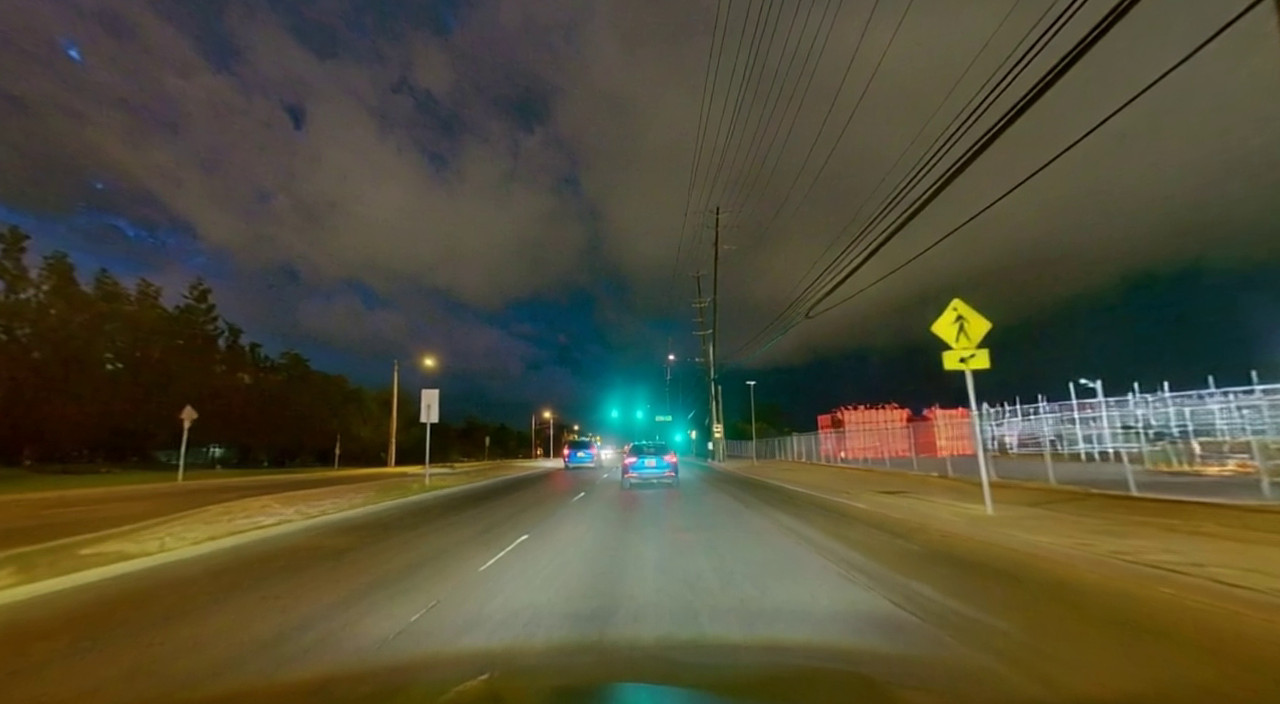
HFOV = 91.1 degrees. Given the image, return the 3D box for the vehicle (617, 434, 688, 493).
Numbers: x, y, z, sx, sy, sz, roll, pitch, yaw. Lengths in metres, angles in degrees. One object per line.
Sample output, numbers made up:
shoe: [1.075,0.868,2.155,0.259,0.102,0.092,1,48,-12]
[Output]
vehicle: [0.333,3.523,20.178,2.059,1.691,3.980,0,-8,-1]

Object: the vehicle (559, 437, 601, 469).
vehicle: [-3.614,6.155,38.512,2.078,1.804,4.387,0,-8,1]
